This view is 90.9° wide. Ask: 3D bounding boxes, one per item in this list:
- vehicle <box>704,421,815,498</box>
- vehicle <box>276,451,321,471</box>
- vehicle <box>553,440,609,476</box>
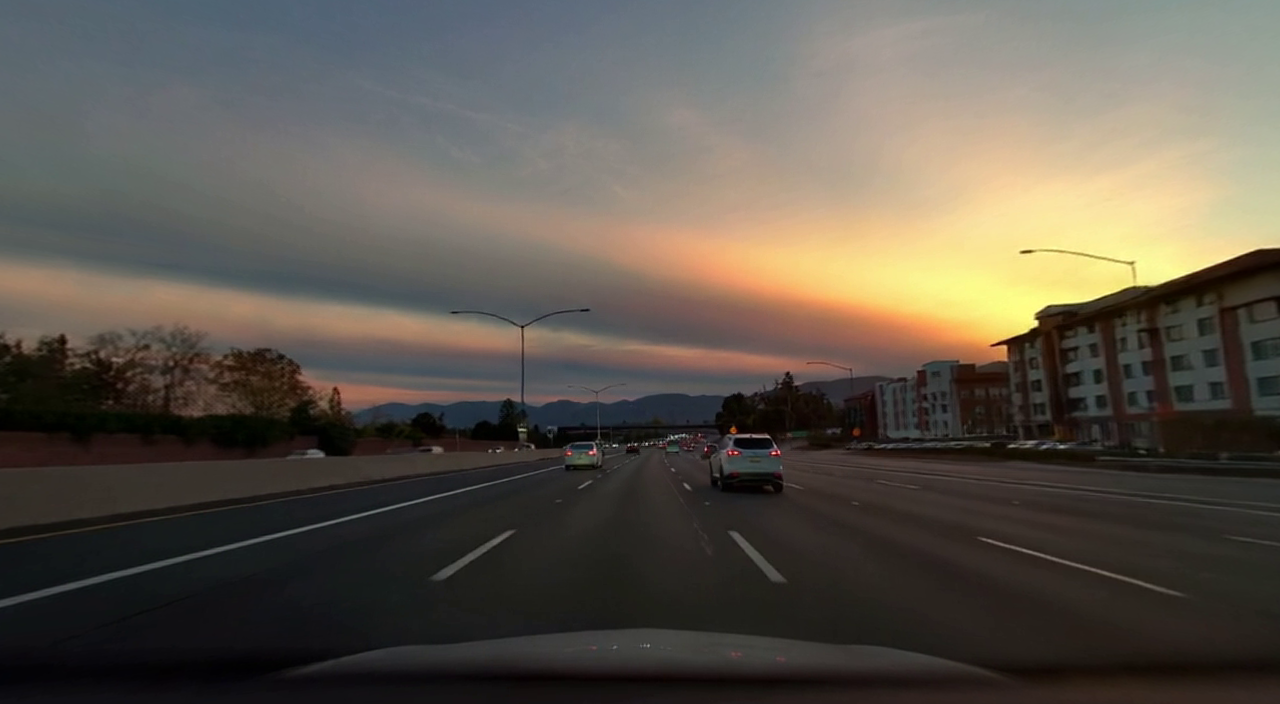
[{"bbox_3d":[3.166,2.990,17.843,2.148,1.852,4.835,0,-8,0],"label":"vehicle"},{"bbox_3d":[-25.497,8.140,47.194,1.457,1.336,3.298,-1,-8,1],"label":"vehicle"},{"bbox_3d":[-2.714,5.003,30.069,2.080,1.542,4.718,-1,-8,2],"label":"vehicle"}]
